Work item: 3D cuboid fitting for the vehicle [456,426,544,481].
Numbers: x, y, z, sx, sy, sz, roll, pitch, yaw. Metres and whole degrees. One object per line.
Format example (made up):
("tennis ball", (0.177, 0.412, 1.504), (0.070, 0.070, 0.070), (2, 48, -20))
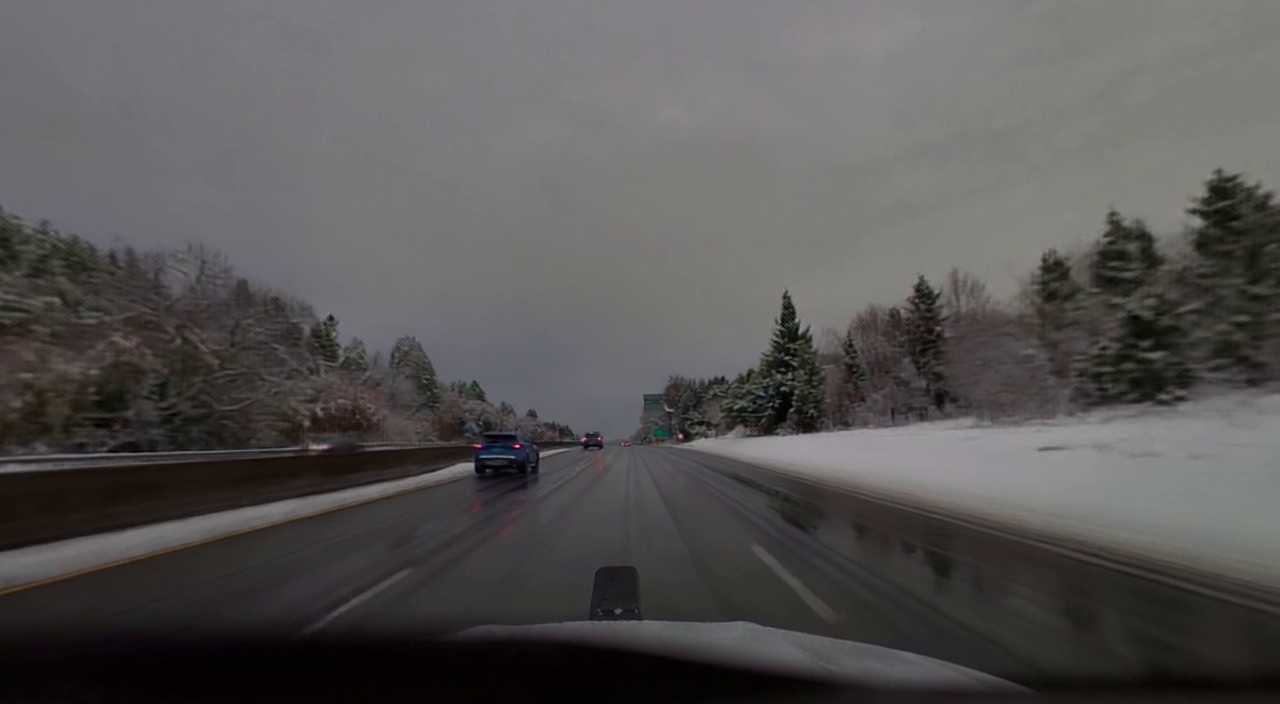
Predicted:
("vehicle", (-4.651, 3.420, 21.602), (2.070, 1.647, 4.577), (0, -8, -1))
